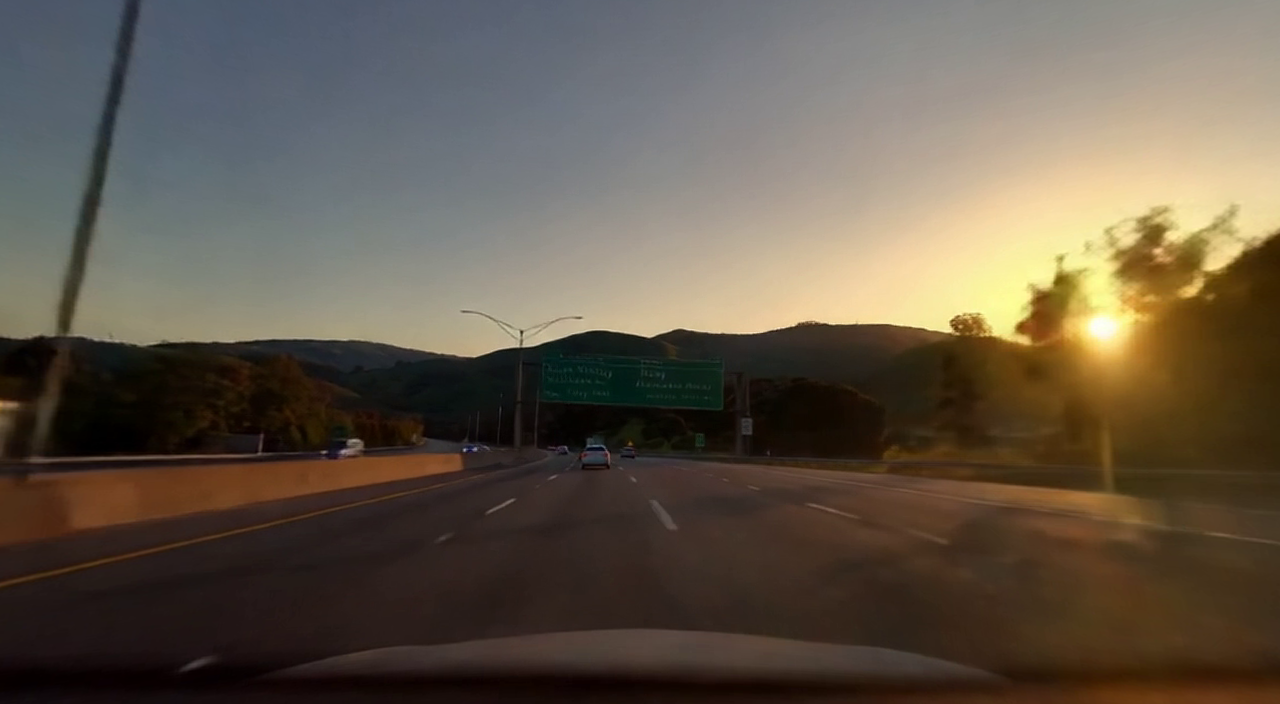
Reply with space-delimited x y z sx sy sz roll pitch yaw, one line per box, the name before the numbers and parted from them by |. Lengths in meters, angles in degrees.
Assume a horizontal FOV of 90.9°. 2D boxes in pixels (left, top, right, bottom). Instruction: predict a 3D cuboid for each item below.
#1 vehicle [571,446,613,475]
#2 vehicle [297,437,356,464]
vehicle | -2.621 5.981 35.048 2.193 1.497 4.337 0 -9 -3
vehicle | -23.564 7.436 47.657 2.112 1.852 4.999 0 -9 -3
